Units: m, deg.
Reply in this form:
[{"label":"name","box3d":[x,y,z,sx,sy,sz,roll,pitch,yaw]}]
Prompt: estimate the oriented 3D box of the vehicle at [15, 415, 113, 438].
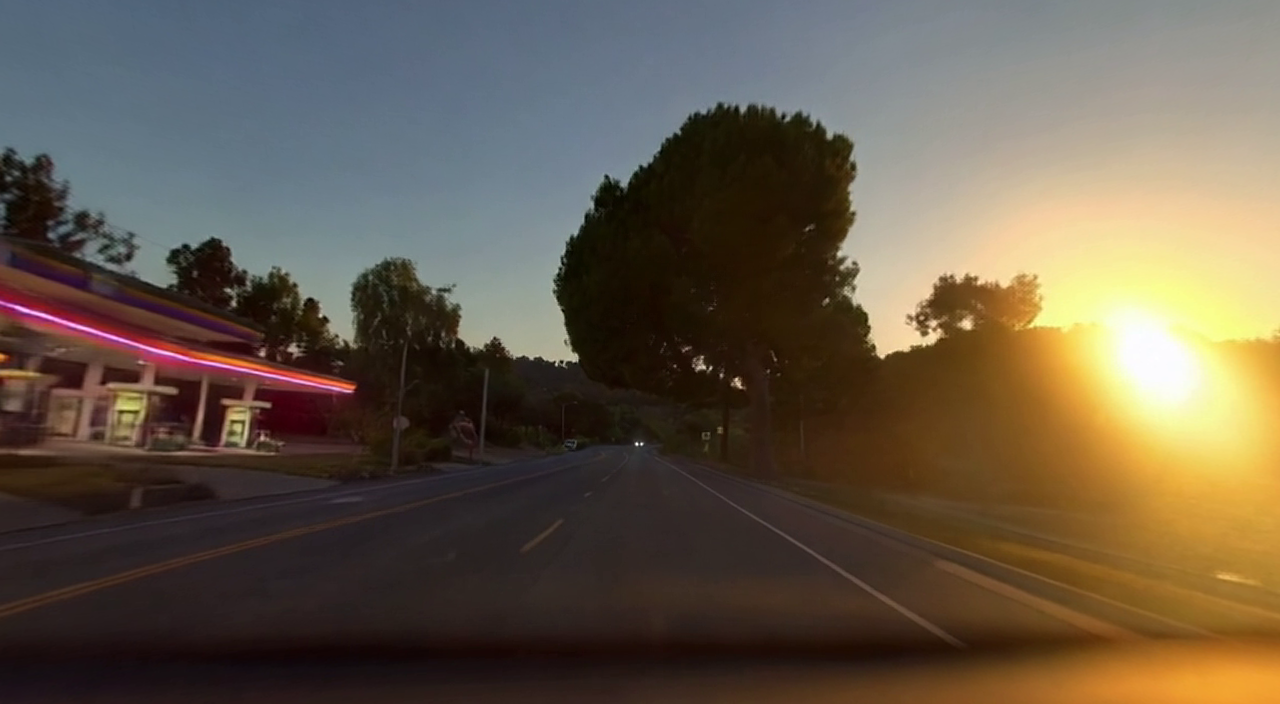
[{"label":"vehicle","box3d":[-39.404,5.143,43.287,1.804,1.421,4.744,-1,-8,10]}]
